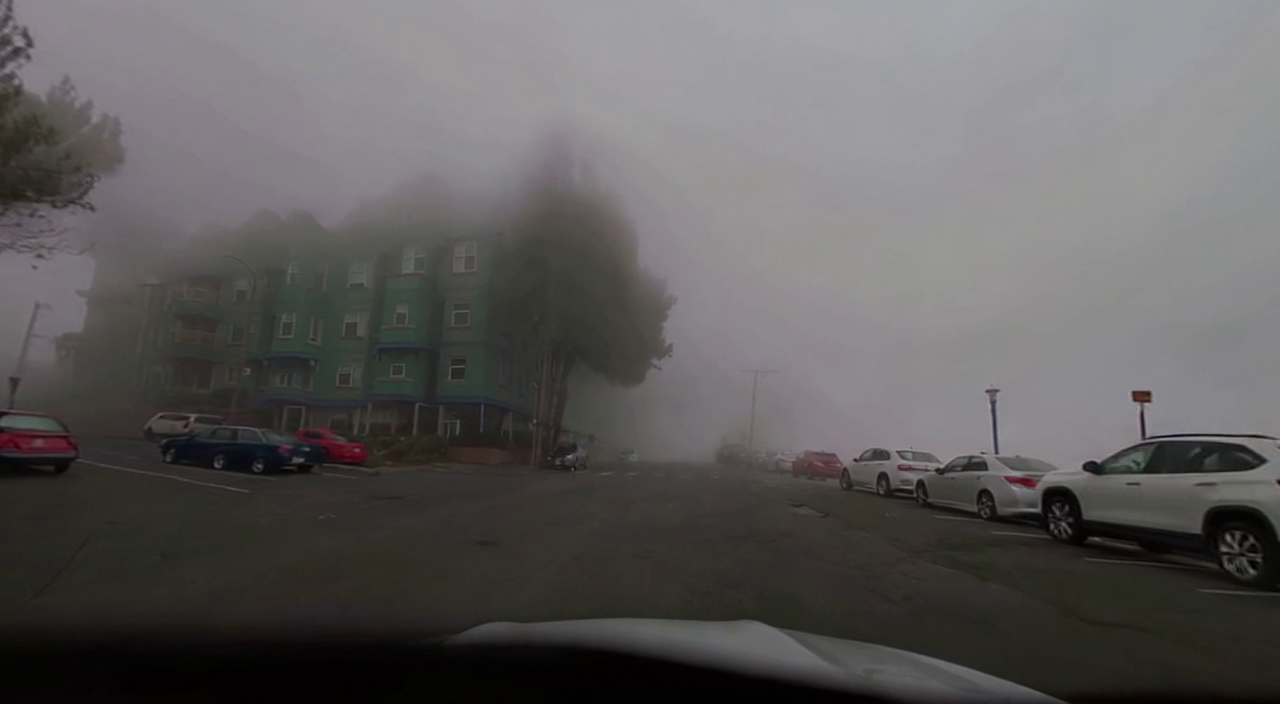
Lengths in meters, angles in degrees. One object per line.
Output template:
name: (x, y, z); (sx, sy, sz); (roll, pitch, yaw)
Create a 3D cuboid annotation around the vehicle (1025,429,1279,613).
vehicle: (7.459, 1.915, 7.905); (2.181, 1.792, 5.066); (0, -8, 2)

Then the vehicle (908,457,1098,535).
vehicle: (7.748, 3.073, 14.064); (1.900, 1.368, 4.176); (0, -8, 3)

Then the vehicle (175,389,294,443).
vehicle: (-18.839, 2.978, 29.384); (4.598, 1.645, 2.019); (8, -5, 19)

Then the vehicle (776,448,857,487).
vehicle: (7.715, 5.080, 28.118); (2.122, 1.554, 4.777); (0, -8, -1)

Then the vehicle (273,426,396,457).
vehicle: (-13.727, 4.073, 28.654); (4.603, 1.335, 1.889); (1, -9, -8)

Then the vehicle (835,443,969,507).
vehicle: (7.833, 3.685, 19.498); (1.917, 1.704, 4.840); (0, -8, -2)
